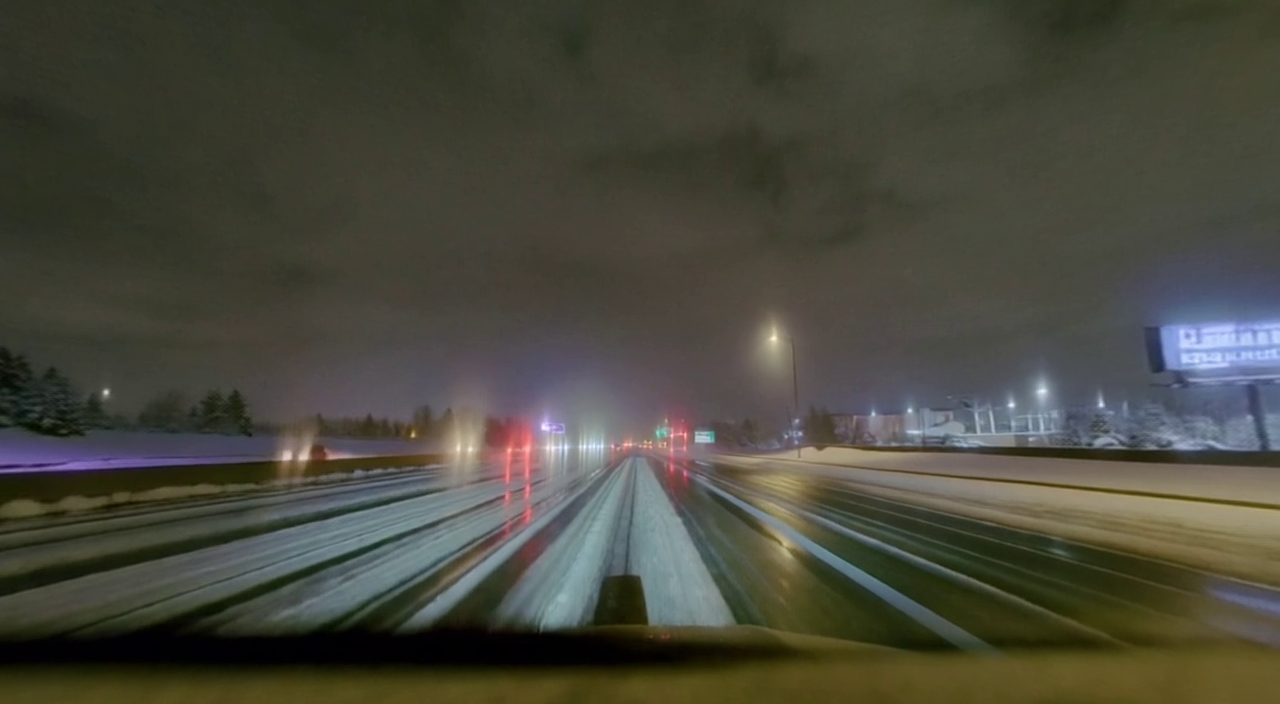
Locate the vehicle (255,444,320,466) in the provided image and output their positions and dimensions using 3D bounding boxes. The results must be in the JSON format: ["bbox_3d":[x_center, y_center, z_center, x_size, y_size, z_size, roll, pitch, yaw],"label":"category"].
[{"bbox_3d":[-25.572,7.471,45.763,1.935,1.519,4.731,0,-8,0],"label":"vehicle"}]
